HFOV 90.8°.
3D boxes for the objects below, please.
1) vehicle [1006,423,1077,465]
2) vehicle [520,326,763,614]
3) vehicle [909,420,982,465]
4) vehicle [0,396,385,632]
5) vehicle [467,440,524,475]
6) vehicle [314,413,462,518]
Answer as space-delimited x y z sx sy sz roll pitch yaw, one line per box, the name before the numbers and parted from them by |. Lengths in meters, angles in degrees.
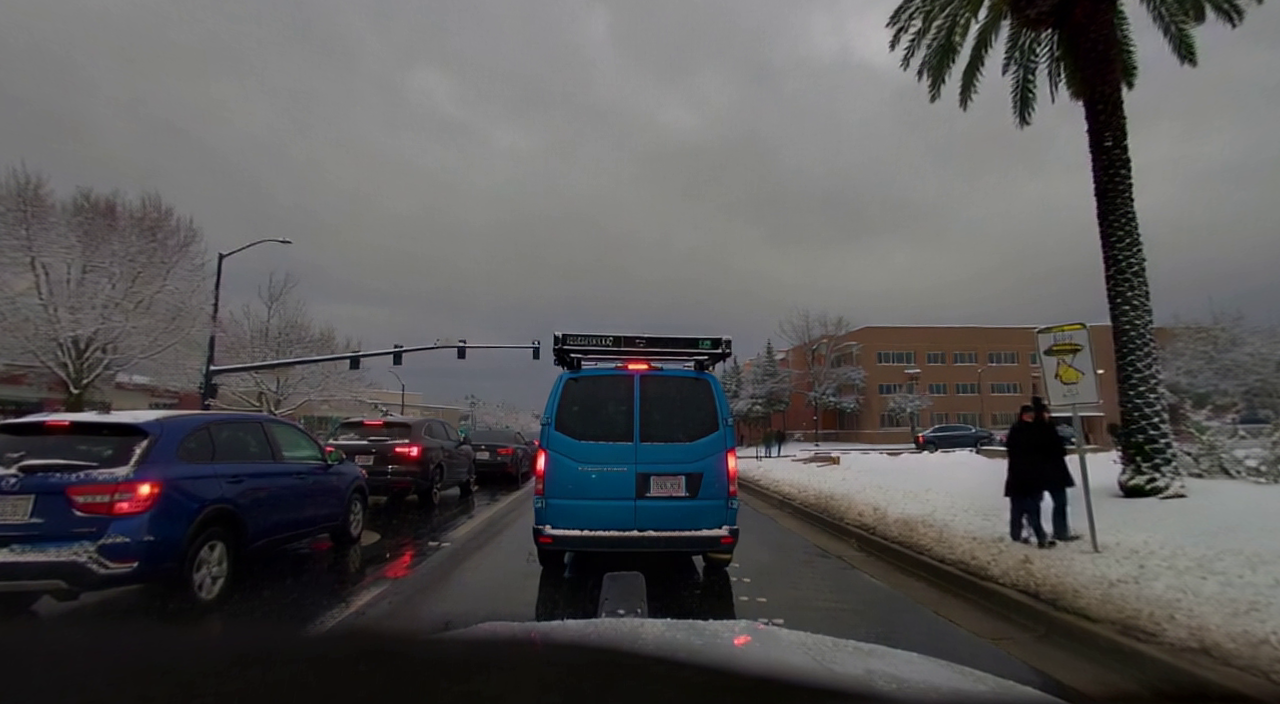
vehicle | 15.753 3.614 24.706 2.048 1.475 3.972 -6 -11 34
vehicle | -0.200 1.224 7.178 1.902 2.238 4.263 1 -9 -6
vehicle | 12.659 3.754 26.047 2.046 1.675 3.924 -6 -10 33
vehicle | -4.398 1.467 6.670 1.986 1.643 4.315 1 -9 -6
vehicle | -6.837 4.887 29.569 1.818 1.479 4.428 4 -9 -22
vehicle | -5.213 2.413 13.890 2.089 1.854 5.022 2 -9 -11
